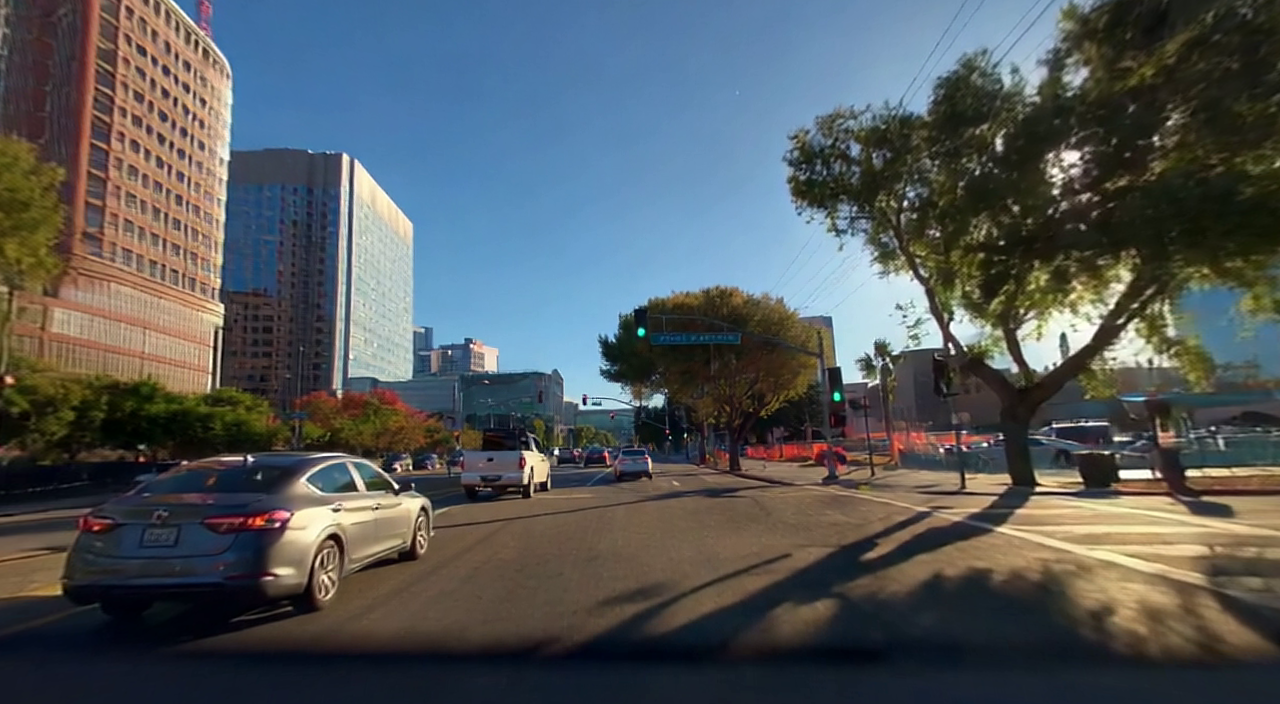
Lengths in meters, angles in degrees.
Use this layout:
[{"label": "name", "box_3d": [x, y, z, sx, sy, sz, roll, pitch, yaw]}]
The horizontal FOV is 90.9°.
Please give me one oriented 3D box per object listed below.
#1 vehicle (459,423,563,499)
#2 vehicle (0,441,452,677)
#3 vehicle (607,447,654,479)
[{"label": "vehicle", "box_3d": [-3.852, 3.359, 19.772, 2.240, 2.054, 4.662, 0, -9, 1]}, {"label": "vehicle", "box_3d": [-3.501, 1.597, 6.134, 1.959, 1.406, 4.527, 0, -9, 0]}, {"label": "vehicle", "box_3d": [-0.476, 5.382, 30.833, 2.171, 1.422, 4.146, 0, -9, -1]}]
